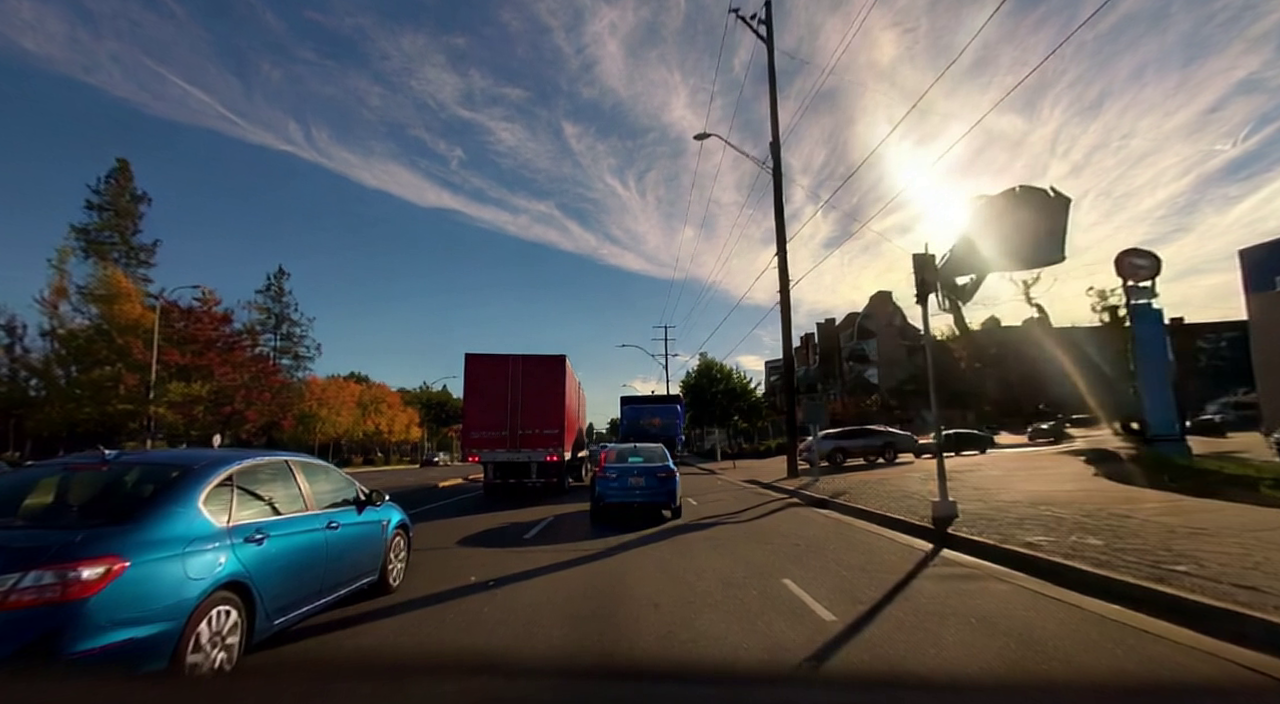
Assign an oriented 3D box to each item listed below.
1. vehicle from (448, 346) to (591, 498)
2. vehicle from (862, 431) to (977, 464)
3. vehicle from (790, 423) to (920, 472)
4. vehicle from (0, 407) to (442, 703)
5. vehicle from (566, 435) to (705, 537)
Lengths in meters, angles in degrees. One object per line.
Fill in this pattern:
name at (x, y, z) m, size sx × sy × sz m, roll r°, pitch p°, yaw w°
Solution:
vehicle at (-3.285, 2.259, 19.405) m, size 3.020 × 3.800 × 7.105 m, roll 0°, pitch -8°, yaw 0°
vehicle at (13.303, 4.564, 30.086) m, size 4.574 × 1.478 × 1.880 m, roll 0°, pitch -8°, yaw 3°
vehicle at (8.956, 4.046, 26.610) m, size 2.061 × 1.845 × 4.829 m, roll 6°, pitch -10°, yaw -36°
vehicle at (-3.049, 1.237, 4.253) m, size 1.969 × 1.471 × 4.378 m, roll 0°, pitch -8°, yaw 0°
vehicle at (-0.094, 2.322, 11.524) m, size 2.067 × 1.506 × 4.118 m, roll 0°, pitch -8°, yaw -1°
